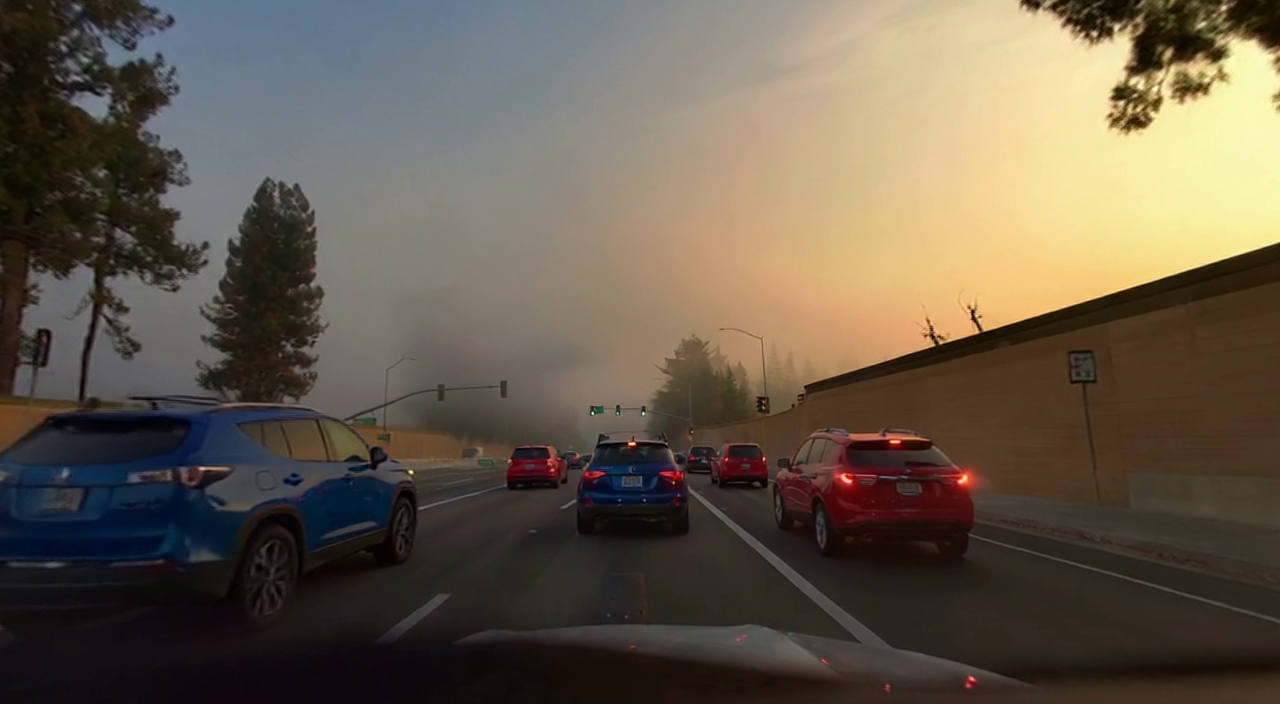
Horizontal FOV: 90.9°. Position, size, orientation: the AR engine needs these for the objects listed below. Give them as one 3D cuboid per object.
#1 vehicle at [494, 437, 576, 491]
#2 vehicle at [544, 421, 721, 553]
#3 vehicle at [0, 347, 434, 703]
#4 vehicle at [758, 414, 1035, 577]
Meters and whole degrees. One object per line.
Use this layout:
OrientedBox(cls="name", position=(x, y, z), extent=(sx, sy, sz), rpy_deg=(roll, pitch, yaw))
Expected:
OrientedBox(cls="vehicle", position=(-3.655, 3.998, 22.938), extent=(2.067, 1.759, 4.631), rpy_deg=(0, -8, 1))
OrientedBox(cls="vehicle", position=(-0.068, 2.017, 10.089), extent=(2.245, 1.677, 3.913), rpy_deg=(0, -8, 1))
OrientedBox(cls="vehicle", position=(-3.626, 1.241, 5.586), extent=(2.070, 1.913, 4.450), rpy_deg=(0, -8, 0))
OrientedBox(cls="vehicle", position=(3.108, 1.823, 8.847), extent=(2.029, 1.702, 4.281), rpy_deg=(0, -8, -1))
